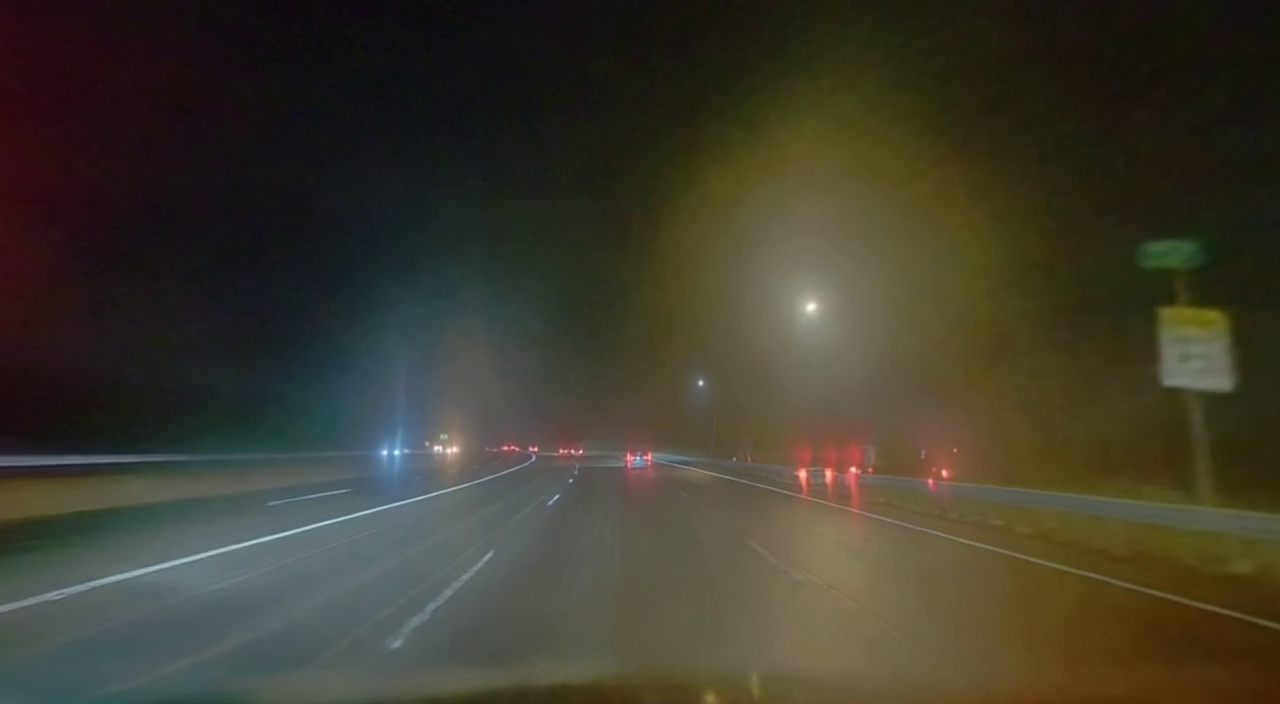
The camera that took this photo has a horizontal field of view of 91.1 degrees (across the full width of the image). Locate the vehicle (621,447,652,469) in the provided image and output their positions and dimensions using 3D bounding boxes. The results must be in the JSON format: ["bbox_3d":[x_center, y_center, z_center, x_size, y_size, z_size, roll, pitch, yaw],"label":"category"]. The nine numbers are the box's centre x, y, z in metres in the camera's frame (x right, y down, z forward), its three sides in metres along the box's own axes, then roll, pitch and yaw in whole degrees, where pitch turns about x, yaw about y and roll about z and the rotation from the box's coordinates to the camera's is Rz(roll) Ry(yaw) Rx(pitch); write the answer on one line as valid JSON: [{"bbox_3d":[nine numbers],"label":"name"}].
[{"bbox_3d":[-0.266,7.565,45.085,2.140,1.455,4.135,0,-9,-1],"label":"vehicle"}]
